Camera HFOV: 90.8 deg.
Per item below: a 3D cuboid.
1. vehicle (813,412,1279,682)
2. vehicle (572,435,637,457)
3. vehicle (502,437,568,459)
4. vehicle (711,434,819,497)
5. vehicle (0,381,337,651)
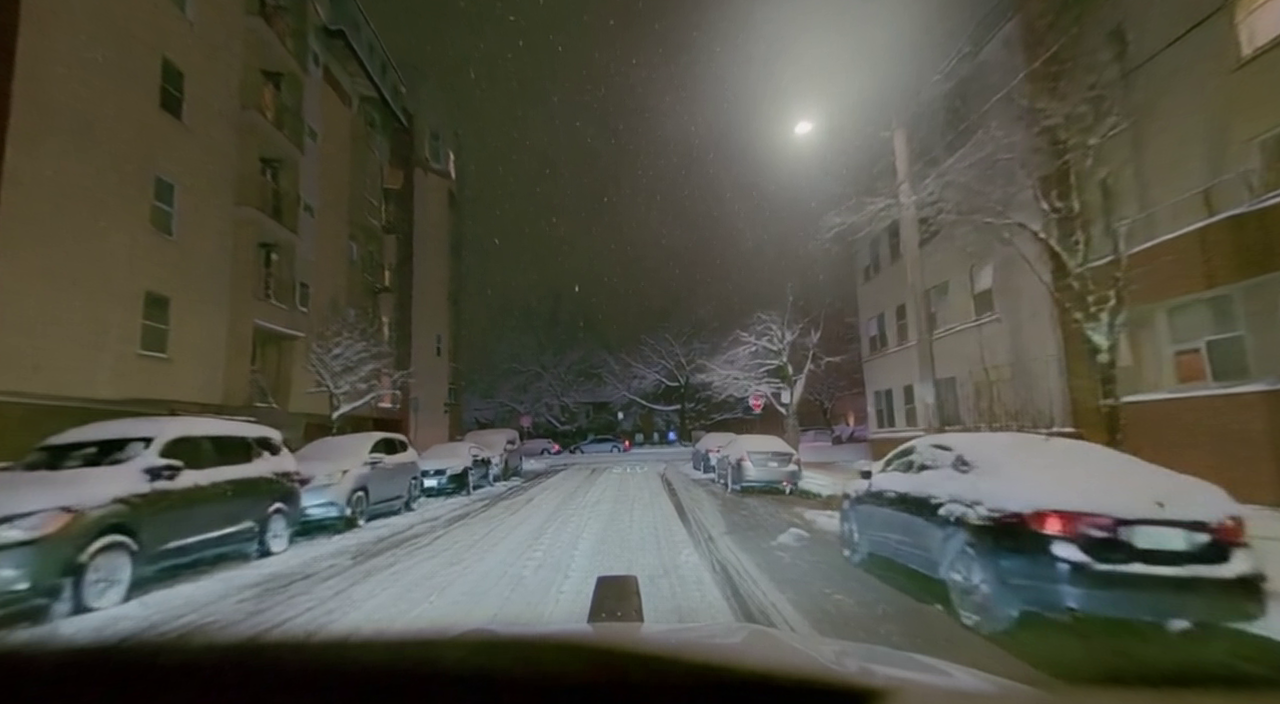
[{"bbox_3d":[3.346,1.405,5.908,2.008,1.479,4.622,0,-8,-2],"label":"vehicle"},{"bbox_3d":[-2.477,6.636,44.509,4.489,1.470,1.776,0,-8,-3],"label":"vehicle"},{"bbox_3d":[-7.296,6.731,44.221,4.423,1.449,1.813,0,-8,-5],"label":"vehicle"},{"bbox_3d":[3.256,3.043,17.451,1.919,1.490,4.339,0,-8,-2],"label":"vehicle"},{"bbox_3d":[-5.521,1.506,6.912,2.216,1.953,4.553,0,-8,-2],"label":"vehicle"}]
